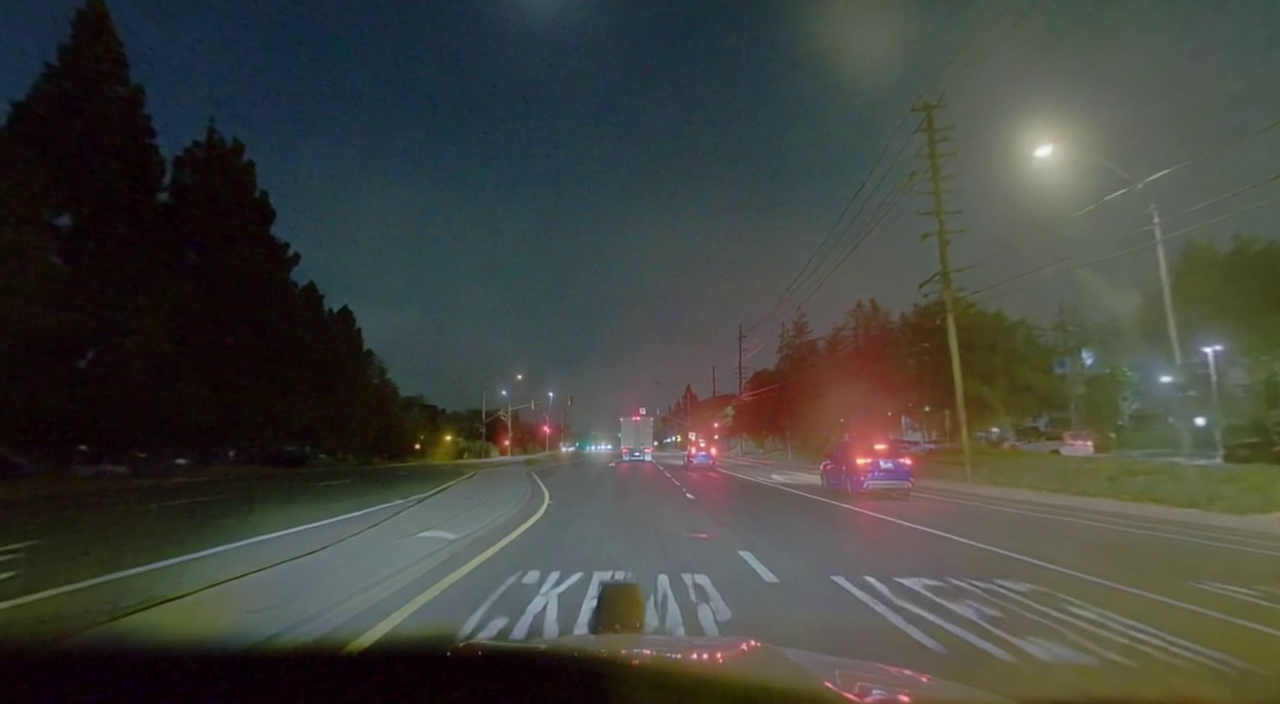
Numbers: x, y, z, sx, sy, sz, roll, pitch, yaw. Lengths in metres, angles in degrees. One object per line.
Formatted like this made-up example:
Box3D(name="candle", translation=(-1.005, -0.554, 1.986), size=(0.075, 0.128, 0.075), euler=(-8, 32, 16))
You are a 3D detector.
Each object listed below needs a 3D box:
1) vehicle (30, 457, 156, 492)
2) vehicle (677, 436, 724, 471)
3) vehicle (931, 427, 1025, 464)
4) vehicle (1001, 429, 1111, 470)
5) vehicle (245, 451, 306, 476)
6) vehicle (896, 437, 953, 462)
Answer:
Box3D(name="vehicle", translation=(-26.114, 5.832, 30.439), size=(1.883, 1.482, 4.779), euler=(0, -8, -2))
Box3D(name="vehicle", translation=(3.329, 5.708, 35.734), size=(2.086, 1.803, 4.607), euler=(0, -8, -1))
Box3D(name="vehicle", translation=(20.585, 5.774, 38.869), size=(2.529, 2.086, 5.902), euler=(0, -9, 1))
Box3D(name="vehicle", translation=(20.533, 4.850, 31.538), size=(1.993, 1.854, 5.008), euler=(0, -8, -1))
Box3D(name="vehicle", translation=(-26.318, 8.030, 45.765), size=(2.188, 1.669, 4.546), euler=(1, -9, -8))
Box3D(name="vehicle", translation=(20.584, 7.057, 45.908), size=(1.917, 1.682, 4.575), euler=(0, -8, 0))
